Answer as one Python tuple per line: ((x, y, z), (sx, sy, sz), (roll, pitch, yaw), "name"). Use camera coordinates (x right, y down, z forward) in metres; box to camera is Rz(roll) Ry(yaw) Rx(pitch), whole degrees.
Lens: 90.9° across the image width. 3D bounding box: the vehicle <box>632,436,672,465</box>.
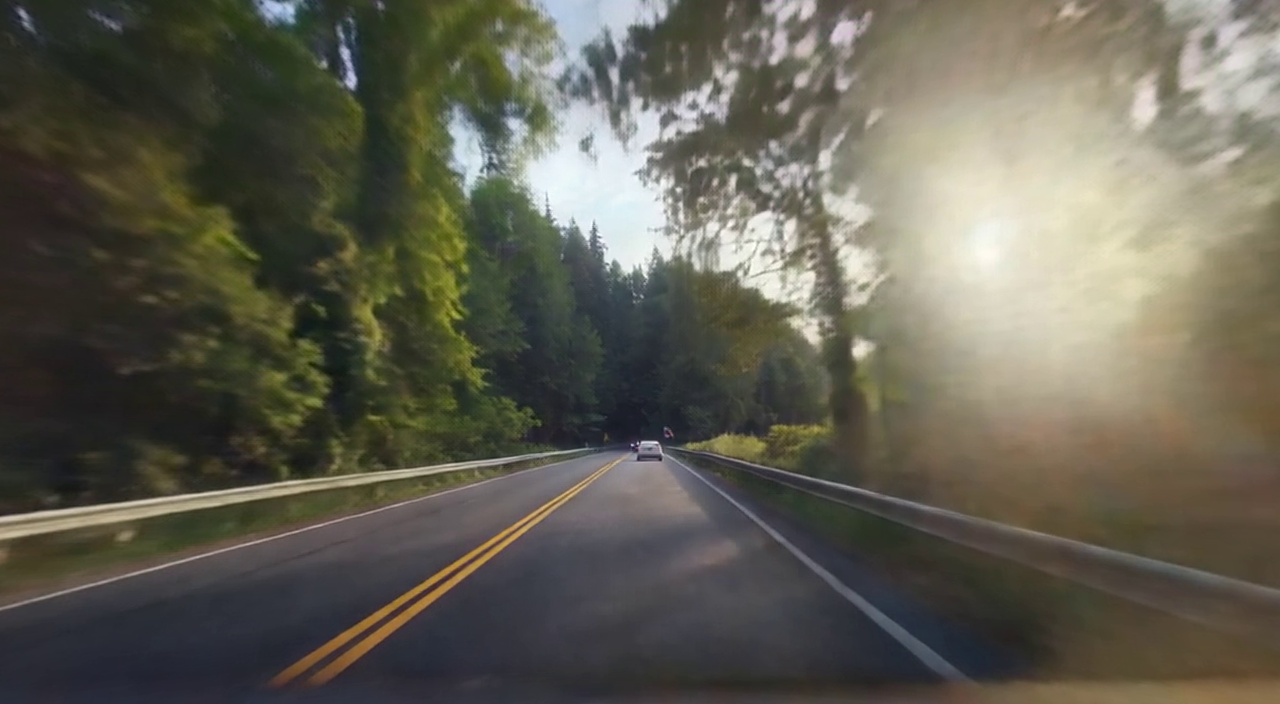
((0.660, 5.555, 35.759), (2.120, 1.491, 4.349), (0, -8, 1), "vehicle")
